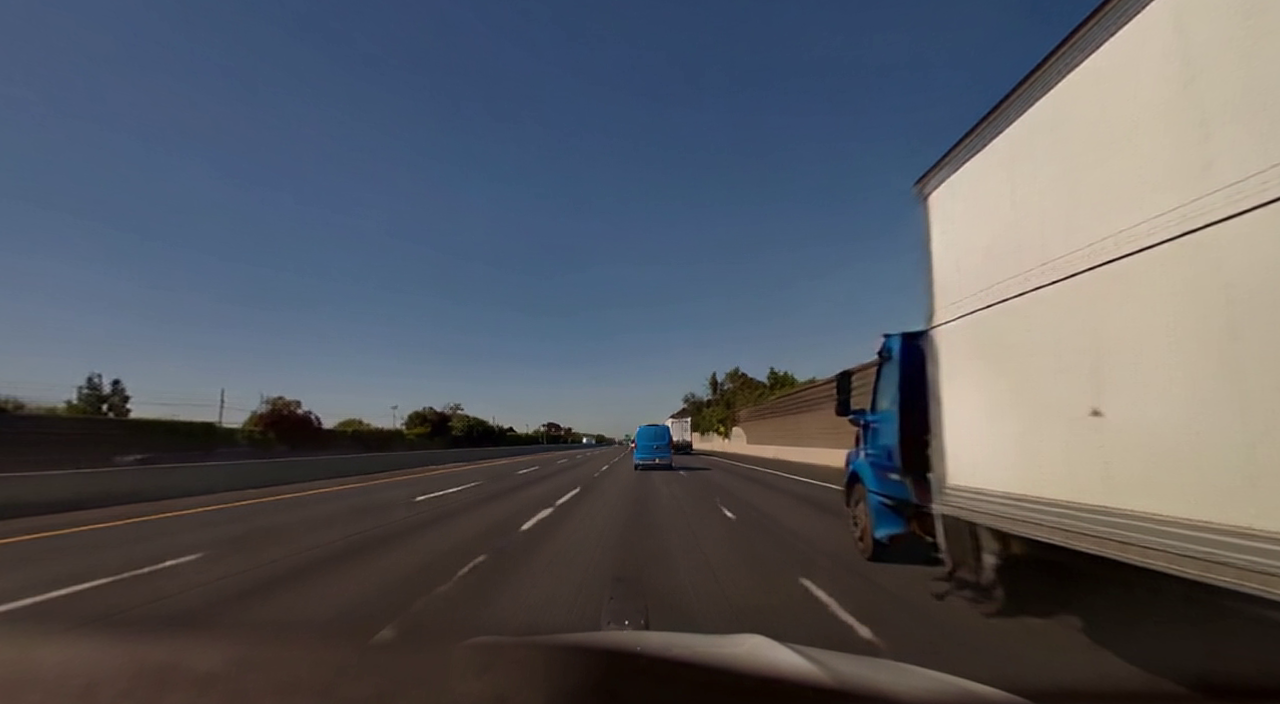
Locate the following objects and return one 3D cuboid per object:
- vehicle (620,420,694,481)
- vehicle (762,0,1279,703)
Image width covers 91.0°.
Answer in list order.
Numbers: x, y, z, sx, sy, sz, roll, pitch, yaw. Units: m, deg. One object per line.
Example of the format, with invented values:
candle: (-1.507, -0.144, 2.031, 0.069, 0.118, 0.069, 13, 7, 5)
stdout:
vehicle: (0.630, 3.616, 23.318, 2.469, 2.027, 4.554, 0, -8, 1)
vehicle: (3.817, -0.574, 1.184, 3.892, 4.216, 16.830, 0, -8, 0)
